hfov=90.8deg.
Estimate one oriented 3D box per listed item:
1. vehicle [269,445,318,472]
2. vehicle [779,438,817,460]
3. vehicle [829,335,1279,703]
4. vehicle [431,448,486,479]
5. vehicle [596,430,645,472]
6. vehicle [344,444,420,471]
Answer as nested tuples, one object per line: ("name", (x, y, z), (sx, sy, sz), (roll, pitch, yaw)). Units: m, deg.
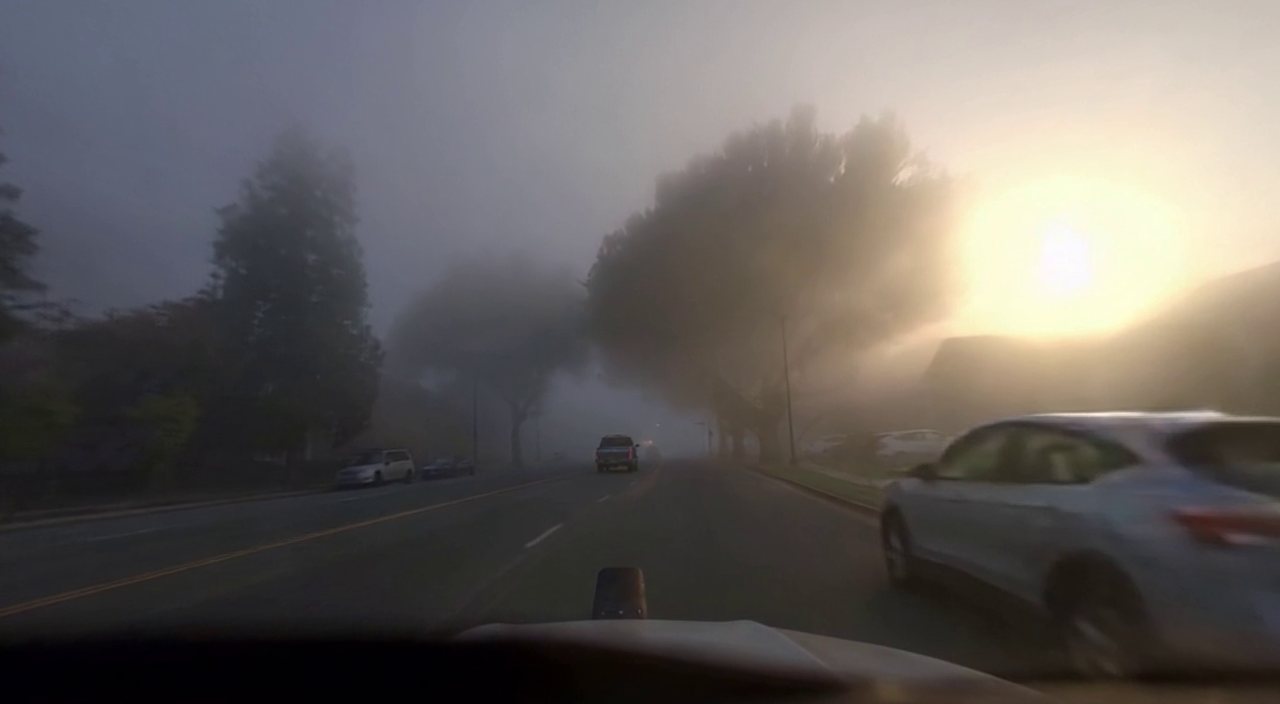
("vehicle", (-22.971, 7.044, 42.007), (1.940, 1.554, 4.237), (3, -7, -17))
("vehicle", (11.388, 7.014, 45.751), (1.897, 1.524, 4.604), (-1, -8, 5))
("vehicle", (3.262, 1.196, 4.836), (2.209, 1.812, 5.012), (0, -9, 2))
("vehicle", (-11.251, 6.923, 39.474), (2.002, 1.598, 4.366), (-6, -8, 0))
("vehicle", (-0.958, 5.341, 34.295), (2.085, 2.084, 5.133), (-1, -9, 4))
("vehicle", (-18.399, 7.584, 45.194), (4.549, 1.814, 1.944), (-1, -11, -2))
